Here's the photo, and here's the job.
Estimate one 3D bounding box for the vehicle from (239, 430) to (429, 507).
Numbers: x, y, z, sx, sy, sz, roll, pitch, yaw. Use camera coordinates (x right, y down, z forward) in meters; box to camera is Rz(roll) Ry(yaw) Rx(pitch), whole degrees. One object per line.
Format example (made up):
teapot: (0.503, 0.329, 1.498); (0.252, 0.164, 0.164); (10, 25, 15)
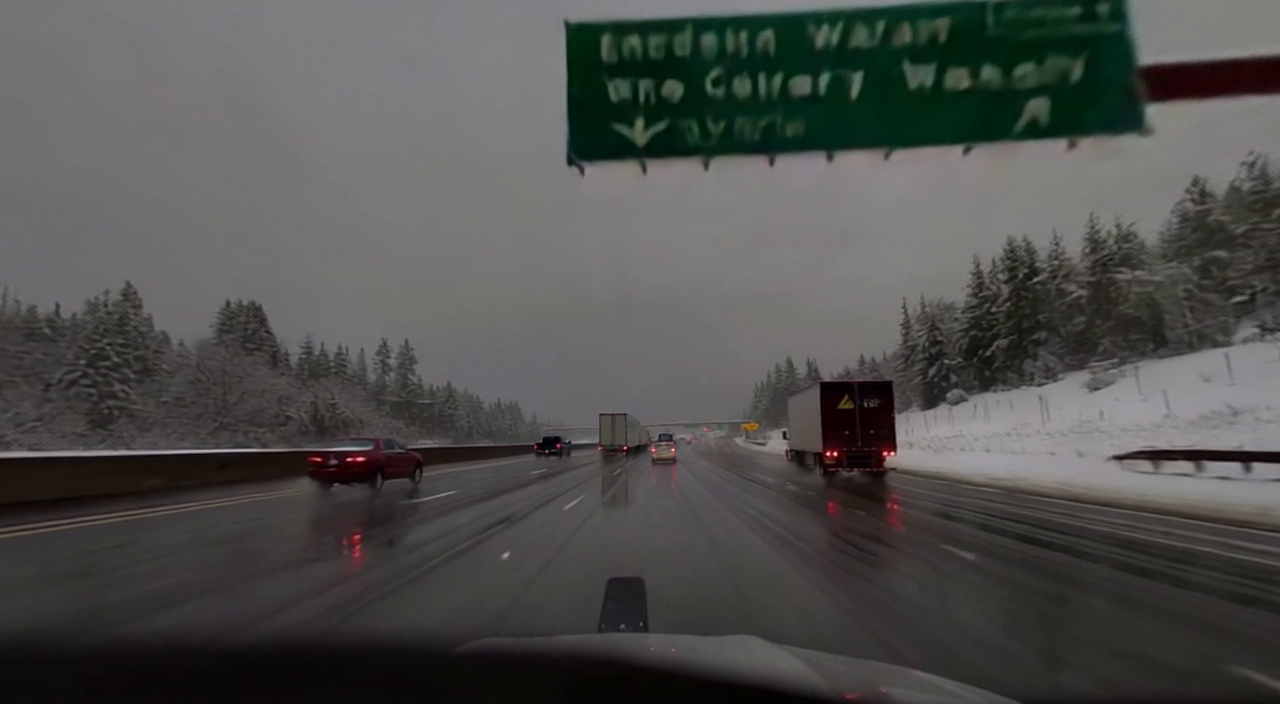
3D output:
vehicle: (-6.738, 2.612, 14.626); (1.950, 1.485, 4.589); (0, -8, 2)

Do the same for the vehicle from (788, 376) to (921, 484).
vehicle: (7.833, 3.080, 24.265); (2.895, 3.484, 7.631); (-1, -8, 4)

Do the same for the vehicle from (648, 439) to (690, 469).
vehicle: (1.509, 5.453, 33.879); (2.105, 1.502, 4.068); (0, -8, 1)

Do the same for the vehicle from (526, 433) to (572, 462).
vehicle: (-6.265, 6.657, 44.065); (2.272, 1.850, 5.156); (0, -8, 2)

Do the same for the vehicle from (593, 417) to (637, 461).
vehicle: (-1.824, 6.810, 49.278); (2.745, 3.156, 7.608); (0, -8, 3)
